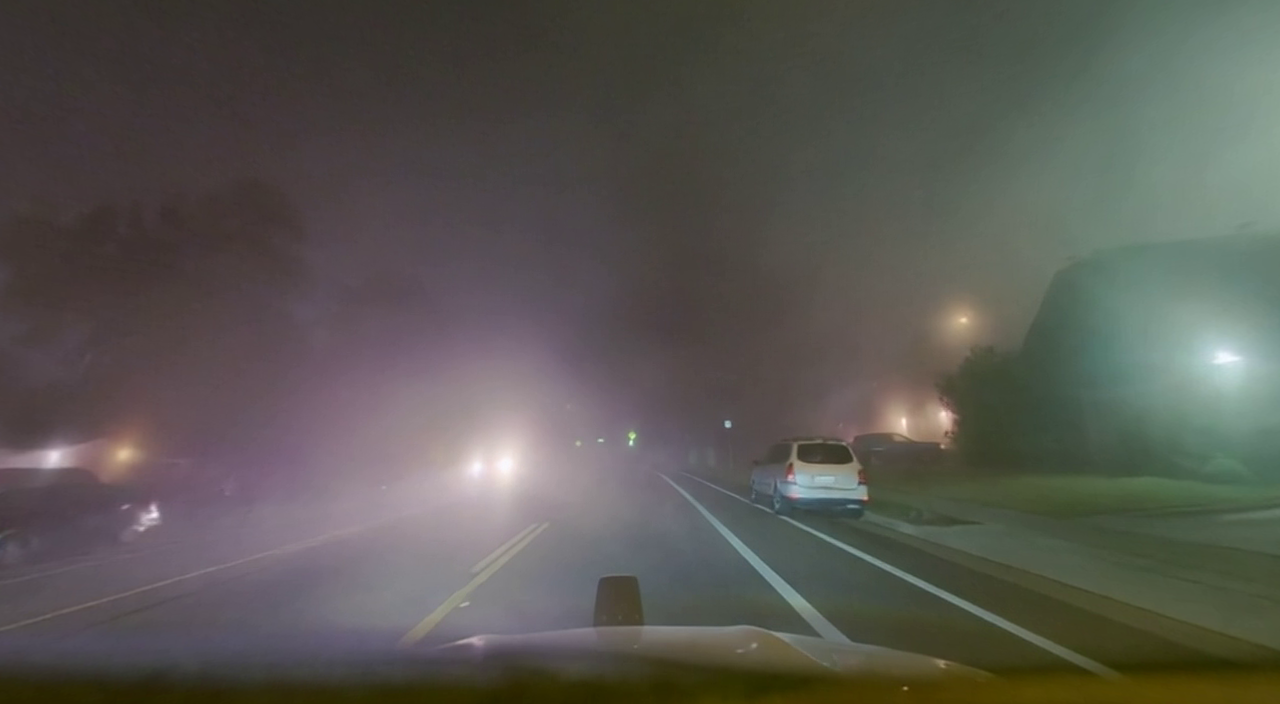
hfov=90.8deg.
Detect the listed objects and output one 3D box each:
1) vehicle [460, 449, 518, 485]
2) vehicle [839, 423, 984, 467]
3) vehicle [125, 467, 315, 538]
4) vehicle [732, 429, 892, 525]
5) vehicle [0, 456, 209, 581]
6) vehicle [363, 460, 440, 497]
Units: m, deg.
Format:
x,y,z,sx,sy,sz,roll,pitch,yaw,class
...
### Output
x,y,z,sx,sy,sz,roll,pitch,yaw,class
-7.670,5.852,32.493,2.090,1.724,4.270,1,-9,-2,vehicle
12.495,4.349,29.464,5.437,1.931,2.837,0,-9,1,vehicle
-11.081,3.959,17.199,1.958,1.493,4.671,0,-9,0,vehicle
3.687,2.799,14.859,2.176,1.793,5.534,0,-9,0,vehicle
-11.017,2.967,12.128,2.293,1.836,4.586,0,-9,-2,vehicle
-11.102,5.920,29.795,1.922,1.496,4.598,0,-9,-1,vehicle
